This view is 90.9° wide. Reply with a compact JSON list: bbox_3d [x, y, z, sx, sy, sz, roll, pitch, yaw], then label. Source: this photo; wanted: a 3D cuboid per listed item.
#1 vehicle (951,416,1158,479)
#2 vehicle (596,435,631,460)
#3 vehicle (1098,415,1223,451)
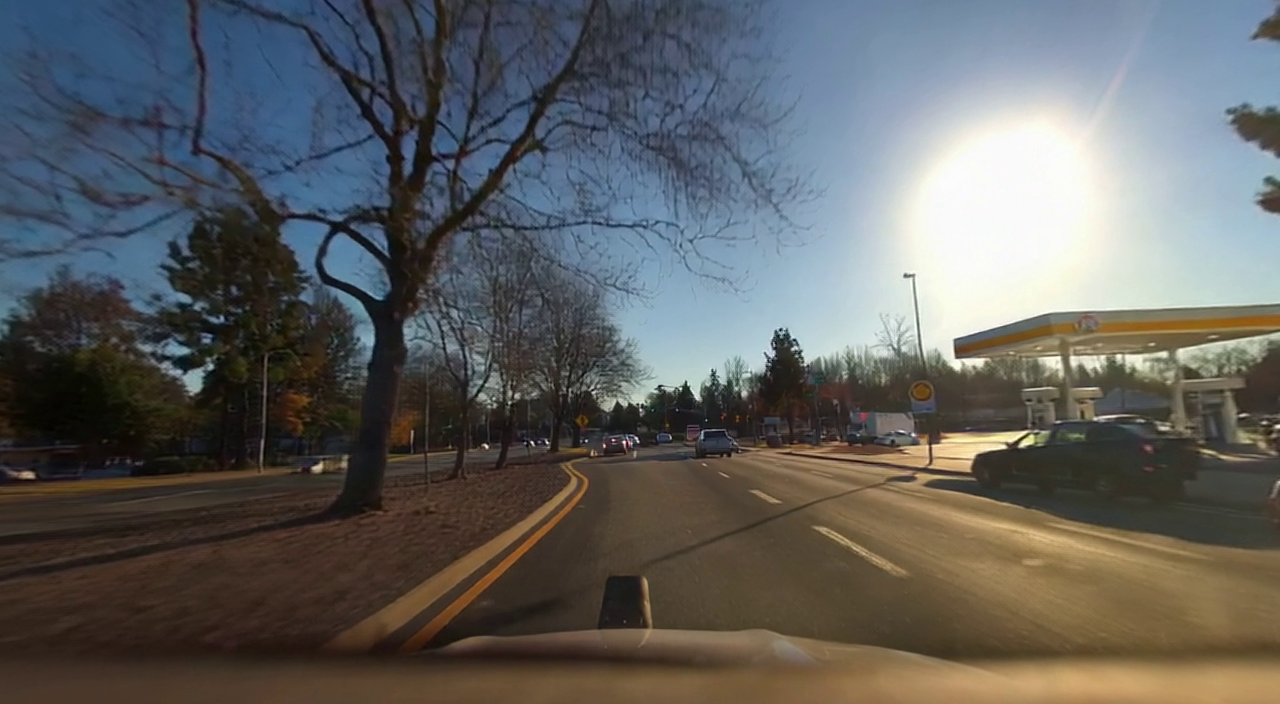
[{"bbox_3d":[12.829,3.022,19.977,4.960,1.802,2.068,-3,-9,17],"label":"vehicle"},{"bbox_3d":[-1.687,6.009,39.635,2.032,1.461,4.173,0,-9,-3],"label":"vehicle"},{"bbox_3d":[24.704,3.904,30.118,4.079,1.632,1.961,-4,-9,22],"label":"vehicle"}]
